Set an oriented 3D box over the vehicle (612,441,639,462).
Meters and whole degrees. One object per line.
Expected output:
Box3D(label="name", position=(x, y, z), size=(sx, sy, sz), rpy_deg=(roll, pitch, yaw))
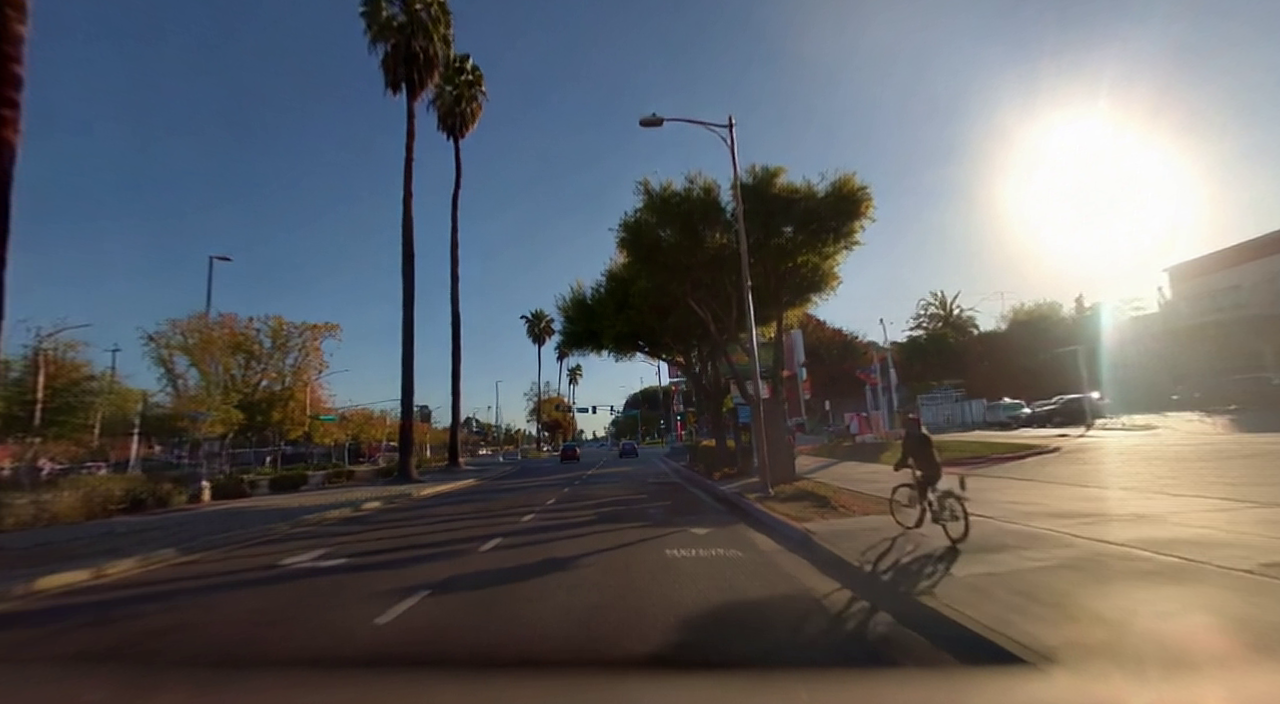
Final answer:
Box3D(label="vehicle", position=(-1.121, 7.818, 49.625), size=(2.050, 1.509, 4.148), rpy_deg=(0, -8, -1))
